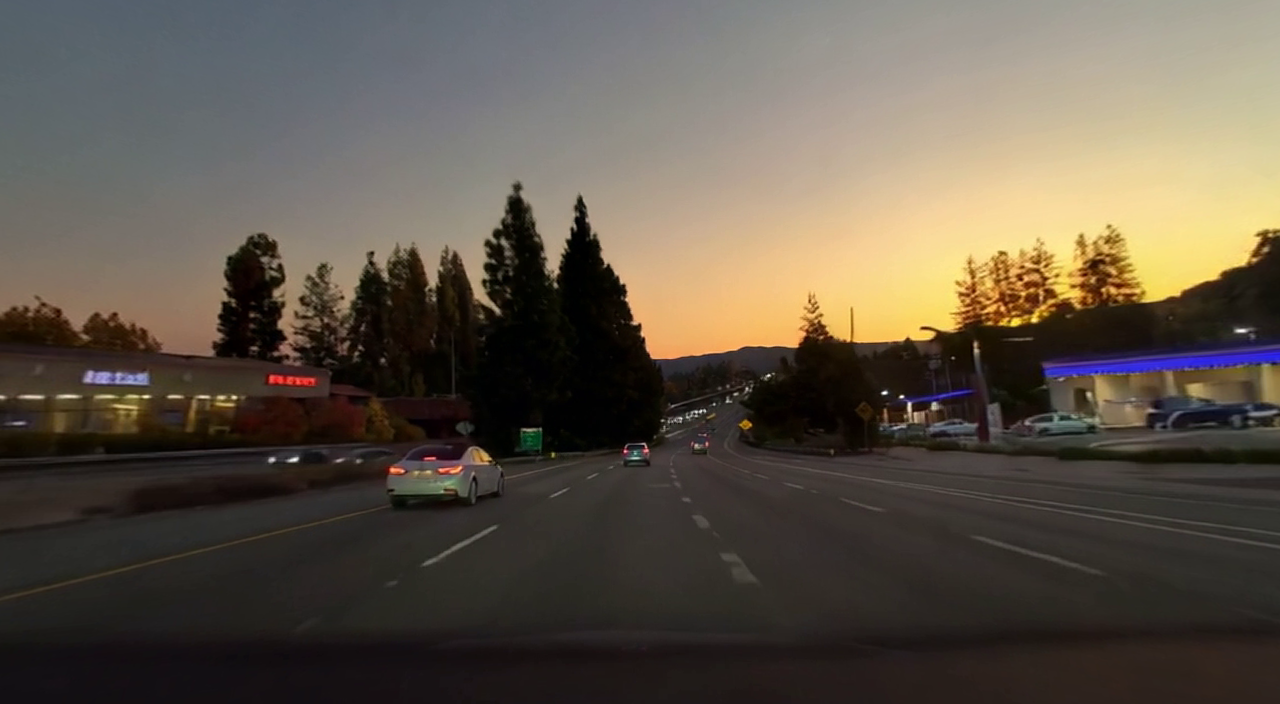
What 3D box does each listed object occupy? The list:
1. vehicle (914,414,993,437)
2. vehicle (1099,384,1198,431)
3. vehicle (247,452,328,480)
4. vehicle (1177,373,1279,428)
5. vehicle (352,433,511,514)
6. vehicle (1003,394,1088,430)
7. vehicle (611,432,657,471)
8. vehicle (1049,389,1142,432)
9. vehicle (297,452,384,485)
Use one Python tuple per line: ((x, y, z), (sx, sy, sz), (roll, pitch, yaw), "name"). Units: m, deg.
((21.804, 5.175, 44.055), (4.487, 1.477, 1.804), (-1, -9, 7), "vehicle")
((21.123, 2.364, 26.213), (4.392, 1.717, 2.017), (6, -11, -37), "vehicle")
((-21.100, 6.801, 38.035), (1.963, 1.502, 4.795), (-1, -9, 2), "vehicle")
((21.096, 1.821, 22.473), (4.234, 1.657, 2.021), (6, -11, -38), "vehicle")
((-4.337, 2.596, 14.028), (1.907, 1.483, 4.562), (-1, -8, 1), "vehicle")
((20.343, 3.066, 31.682), (4.097, 1.641, 2.017), (5, -10, -34), "vehicle")
((-0.225, 5.216, 33.281), (2.155, 1.856, 4.796), (-1, -9, 3), "vehicle")
((21.215, 2.786, 29.391), (4.166, 1.829, 2.026), (5, -9, -33), "vehicle")
((-14.381, 5.596, 30.613), (1.879, 1.407, 4.491), (-1, -9, 2), "vehicle")
